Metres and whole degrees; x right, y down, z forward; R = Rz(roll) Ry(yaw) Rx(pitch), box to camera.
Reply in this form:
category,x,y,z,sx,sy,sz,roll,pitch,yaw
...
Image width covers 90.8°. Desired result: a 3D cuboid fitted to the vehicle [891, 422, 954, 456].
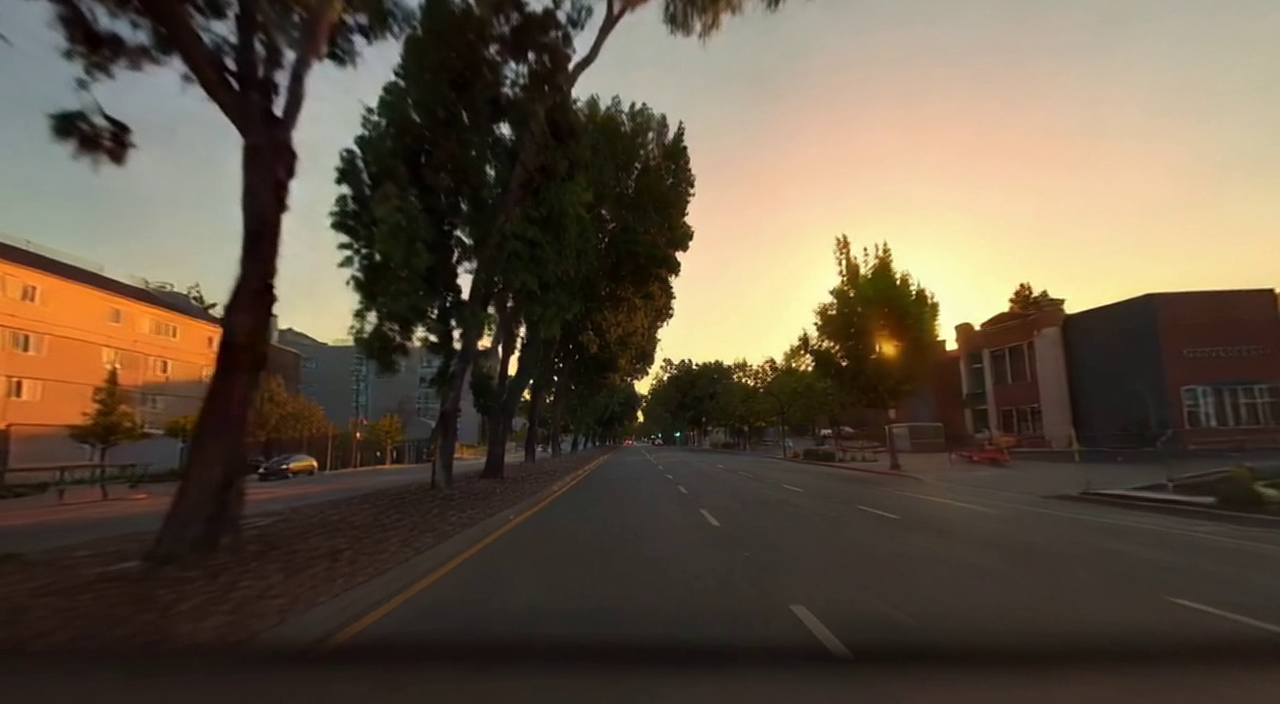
category,x,y,z,sx,sy,sz,roll,pitch,yaw
vehicle,22.076,6.854,49.692,2.287,2.462,5.901,0,-8,1

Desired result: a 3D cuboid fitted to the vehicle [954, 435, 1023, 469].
category,x,y,z,sx,sy,sz,roll,pitch,yaw
vehicle,16.402,4.676,29.618,1.930,1.449,4.473,-7,-11,39
